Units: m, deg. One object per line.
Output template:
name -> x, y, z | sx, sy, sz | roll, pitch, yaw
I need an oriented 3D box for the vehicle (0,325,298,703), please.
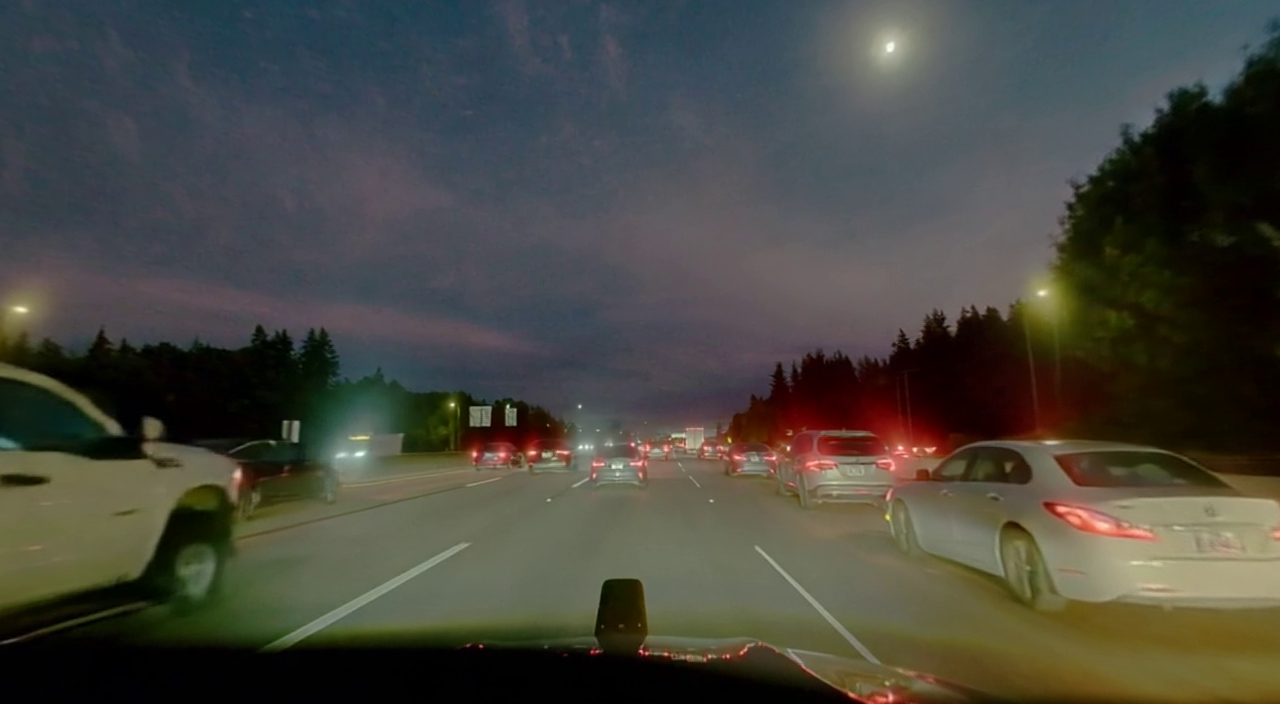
vehicle -> -4.258, 0.752, 2.492 | 2.395, 1.892, 5.995 | 0, -8, 1

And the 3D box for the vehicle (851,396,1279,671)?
vehicle -> 3.757, 1.369, 5.926 | 1.984, 1.567, 4.475 | 0, -8, 0

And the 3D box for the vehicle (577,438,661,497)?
vehicle -> -0.455, 3.156, 17.664 | 2.070, 1.456, 4.029 | 0, -8, 2

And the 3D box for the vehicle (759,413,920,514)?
vehicle -> 3.992, 2.331, 13.590 | 1.999, 1.777, 4.578 | 0, -8, 1

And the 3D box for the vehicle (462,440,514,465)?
vehicle -> -9.885, 6.582, 41.398 | 1.907, 1.508, 4.608 | -1, -8, 4

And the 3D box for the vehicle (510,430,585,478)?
vehicle -> -3.787, 4.319, 26.917 | 2.110, 1.811, 5.585 | 0, -8, 2
